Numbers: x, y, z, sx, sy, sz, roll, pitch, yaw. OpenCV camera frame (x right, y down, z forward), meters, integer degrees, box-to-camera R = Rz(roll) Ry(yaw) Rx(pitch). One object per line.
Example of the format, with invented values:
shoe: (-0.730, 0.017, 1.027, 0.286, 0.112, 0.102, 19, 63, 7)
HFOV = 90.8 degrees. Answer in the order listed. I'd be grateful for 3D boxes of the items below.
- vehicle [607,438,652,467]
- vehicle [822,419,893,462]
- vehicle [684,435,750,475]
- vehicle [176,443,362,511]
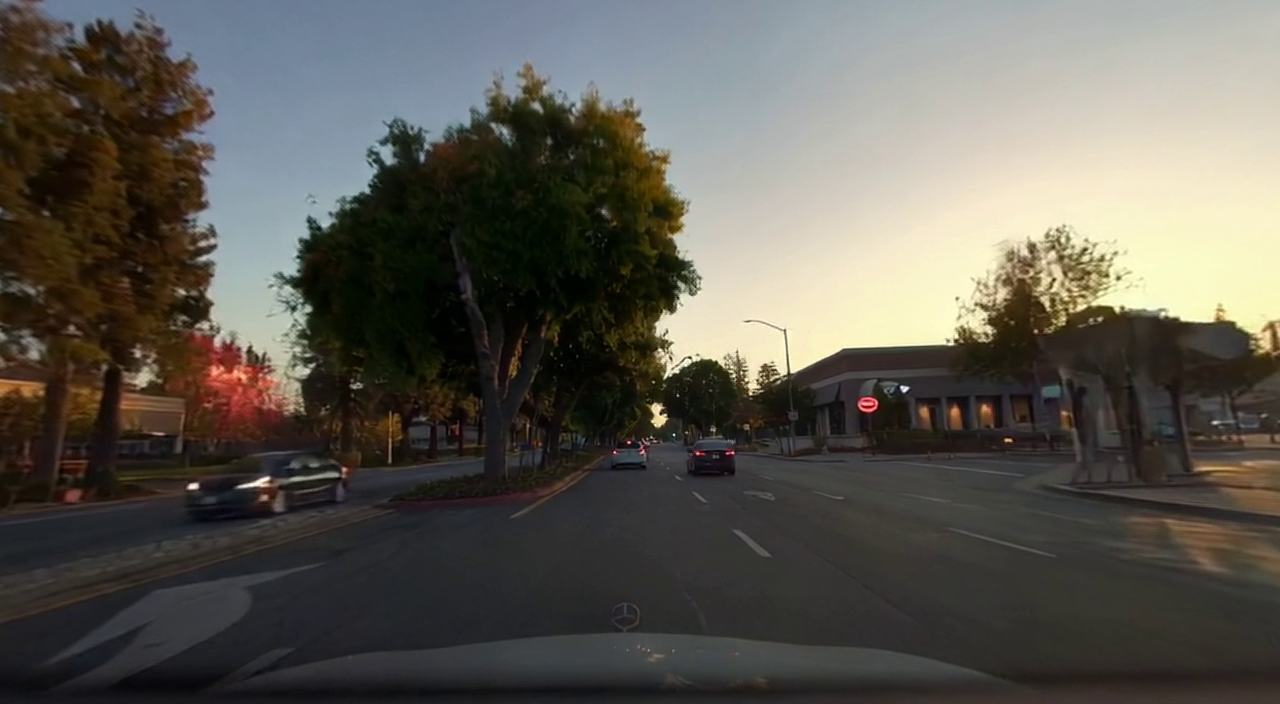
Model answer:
vehicle: (-0.510, 5.353, 33.828, 2.242, 1.474, 4.127, 0, -8, 0)
vehicle: (13.248, 5.428, 38.717, 3.340, 2.479, 2.547, 0, -8, -2)
vehicle: (3.065, 4.210, 26.076, 2.057, 1.491, 4.675, 0, -8, -1)
vehicle: (-9.536, 3.207, 16.823, 2.140, 1.549, 4.590, 0, -8, 0)
